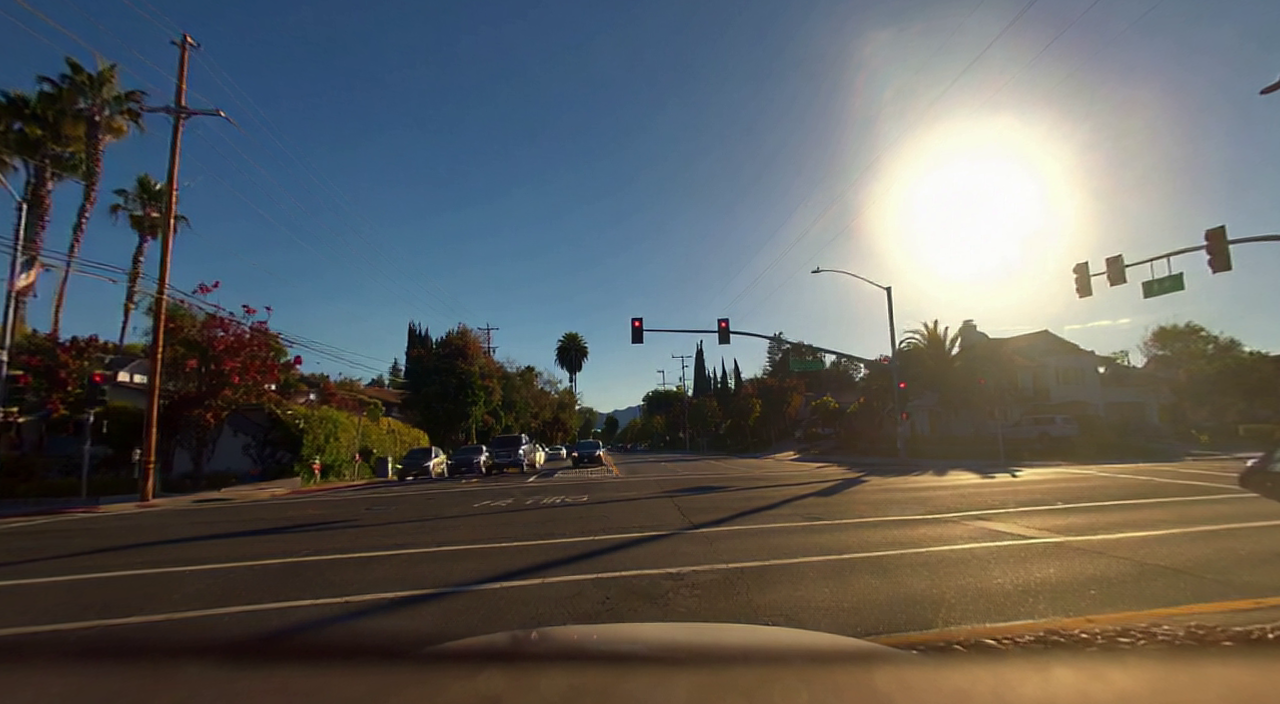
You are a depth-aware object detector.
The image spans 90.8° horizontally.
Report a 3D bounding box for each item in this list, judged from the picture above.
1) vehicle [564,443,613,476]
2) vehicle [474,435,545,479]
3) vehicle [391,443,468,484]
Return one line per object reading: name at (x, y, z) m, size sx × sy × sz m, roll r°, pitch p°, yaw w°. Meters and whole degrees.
vehicle at (-2.413, 5.218, 30.934) m, size 2.174 × 1.477 × 4.805 m, roll 0°, pitch -9°, yaw -2°
vehicle at (-6.401, 5.234, 31.773) m, size 2.479 × 1.977 × 5.254 m, roll 0°, pitch -9°, yaw -1°
vehicle at (-10.176, 5.389, 30.977) m, size 2.241 × 1.819 × 4.690 m, roll 0°, pitch -9°, yaw -1°
